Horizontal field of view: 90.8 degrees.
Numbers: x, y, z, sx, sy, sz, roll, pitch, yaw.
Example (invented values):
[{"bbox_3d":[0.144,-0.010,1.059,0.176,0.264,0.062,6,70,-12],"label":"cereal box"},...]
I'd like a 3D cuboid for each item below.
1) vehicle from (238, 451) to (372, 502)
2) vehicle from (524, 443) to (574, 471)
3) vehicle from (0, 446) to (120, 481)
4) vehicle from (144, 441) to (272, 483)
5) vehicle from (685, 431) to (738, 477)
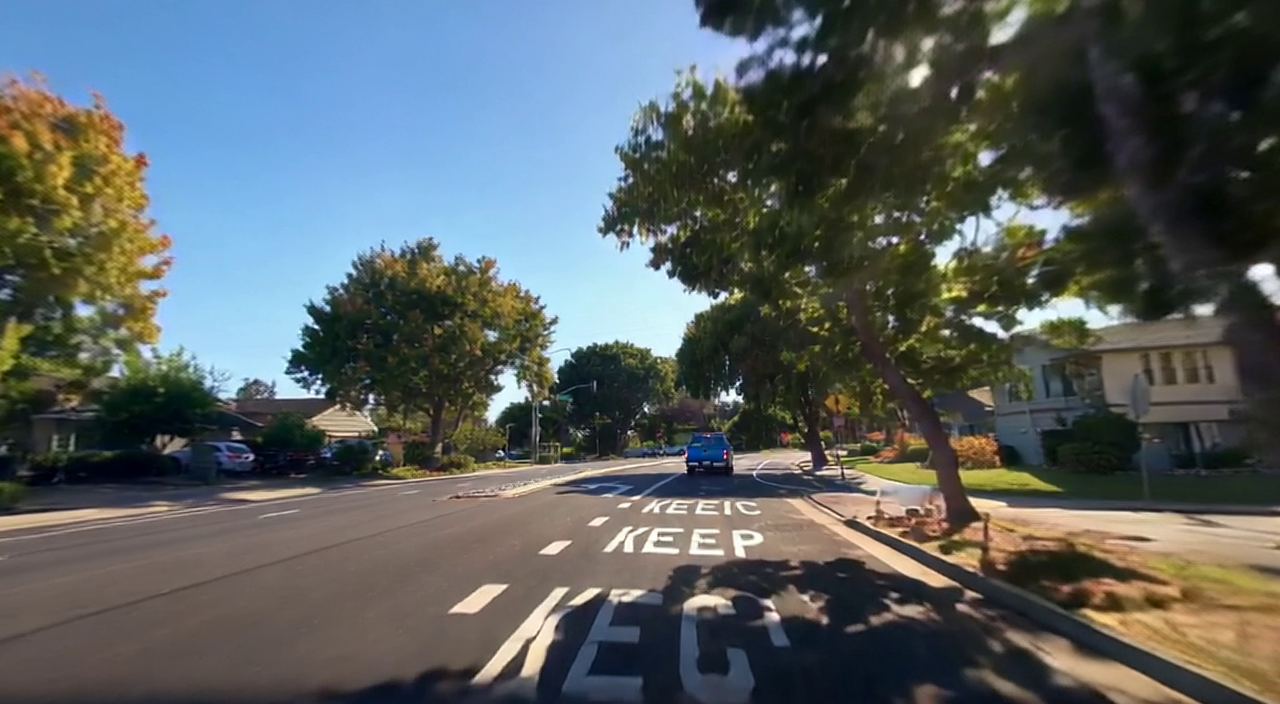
[{"bbox_3d":[-11.720,4.364,22.534,1.873,1.508,4.483,-2,-8,8],"label":"vehicle"},{"bbox_3d":[-6.792,7.908,47.781,2.053,1.822,4.852,-3,-8,14],"label":"vehicle"},{"bbox_3d":[-25.331,4.759,27.200,4.268,1.409,1.897,0,-9,3],"label":"vehicle"},{"bbox_3d":[-18.897,4.810,27.751,4.168,1.735,1.925,0,-9,2],"label":"vehicle"},{"bbox_3d":[3.401,4.719,29.347,2.153,1.942,4.767,-1,-9,10],"label":"vehicle"}]
